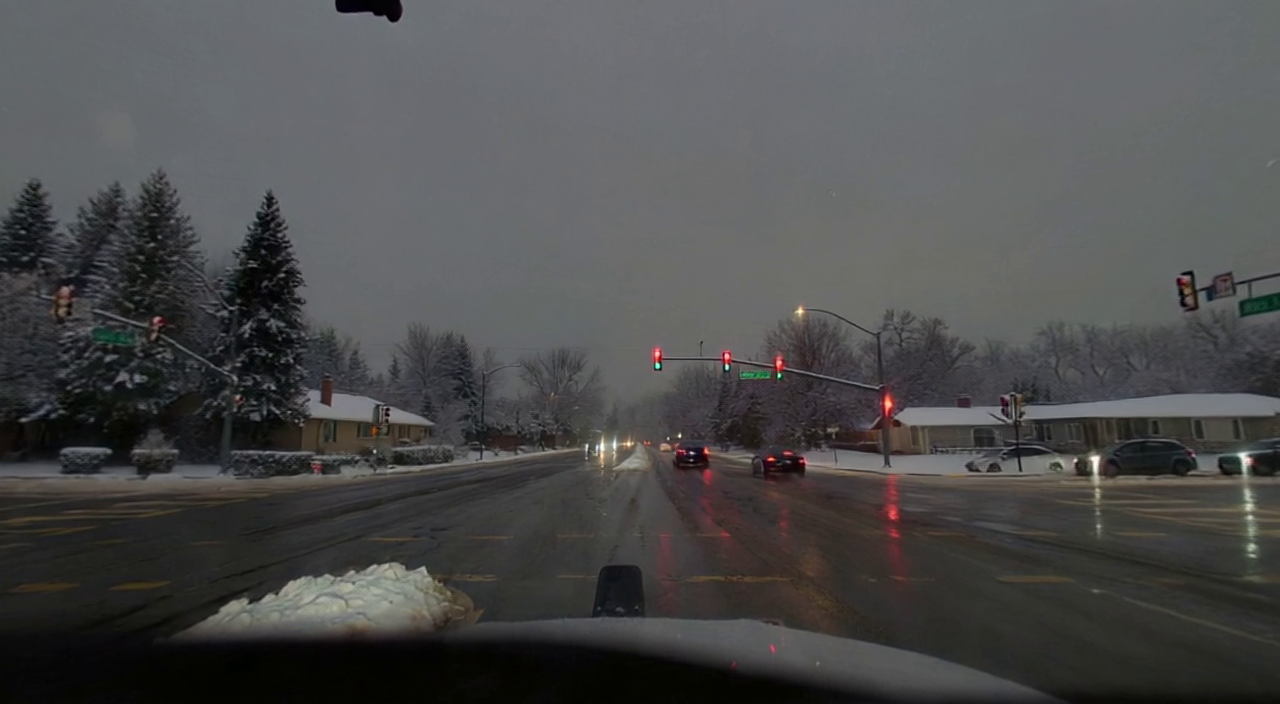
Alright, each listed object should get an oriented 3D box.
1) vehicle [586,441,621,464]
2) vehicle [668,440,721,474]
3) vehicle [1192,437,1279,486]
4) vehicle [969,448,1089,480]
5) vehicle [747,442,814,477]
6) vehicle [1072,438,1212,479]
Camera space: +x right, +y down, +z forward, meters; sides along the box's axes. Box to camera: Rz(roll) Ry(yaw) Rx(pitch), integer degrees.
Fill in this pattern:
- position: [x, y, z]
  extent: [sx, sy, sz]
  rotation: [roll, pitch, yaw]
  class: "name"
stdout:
- position: [-2.374, 6.715, 42.286]
  extent: [2.045, 1.484, 3.991]
  rotation: [0, -9, 0]
  class: "vehicle"
- position: [2.554, 5.060, 30.671]
  extent: [2.079, 1.473, 4.748]
  rotation: [0, -9, -1]
  class: "vehicle"
- position: [23.646, 4.040, 23.461]
  extent: [4.417, 1.725, 1.969]
  rotation: [0, -9, -1]
  class: "vehicle"
- position: [19.754, 5.696, 32.222]
  extent: [4.874, 1.544, 1.779]
  rotation: [0, -9, 1]
  class: "vehicle"
- position: [6.290, 4.870, 28.867]
  extent: [1.908, 1.450, 4.564]
  rotation: [0, -9, -1]
  class: "vehicle"
- position: [23.517, 4.989, 29.740]
  extent: [4.807, 1.835, 2.033]
  rotation: [0, -9, -1]
  class: "vehicle"
